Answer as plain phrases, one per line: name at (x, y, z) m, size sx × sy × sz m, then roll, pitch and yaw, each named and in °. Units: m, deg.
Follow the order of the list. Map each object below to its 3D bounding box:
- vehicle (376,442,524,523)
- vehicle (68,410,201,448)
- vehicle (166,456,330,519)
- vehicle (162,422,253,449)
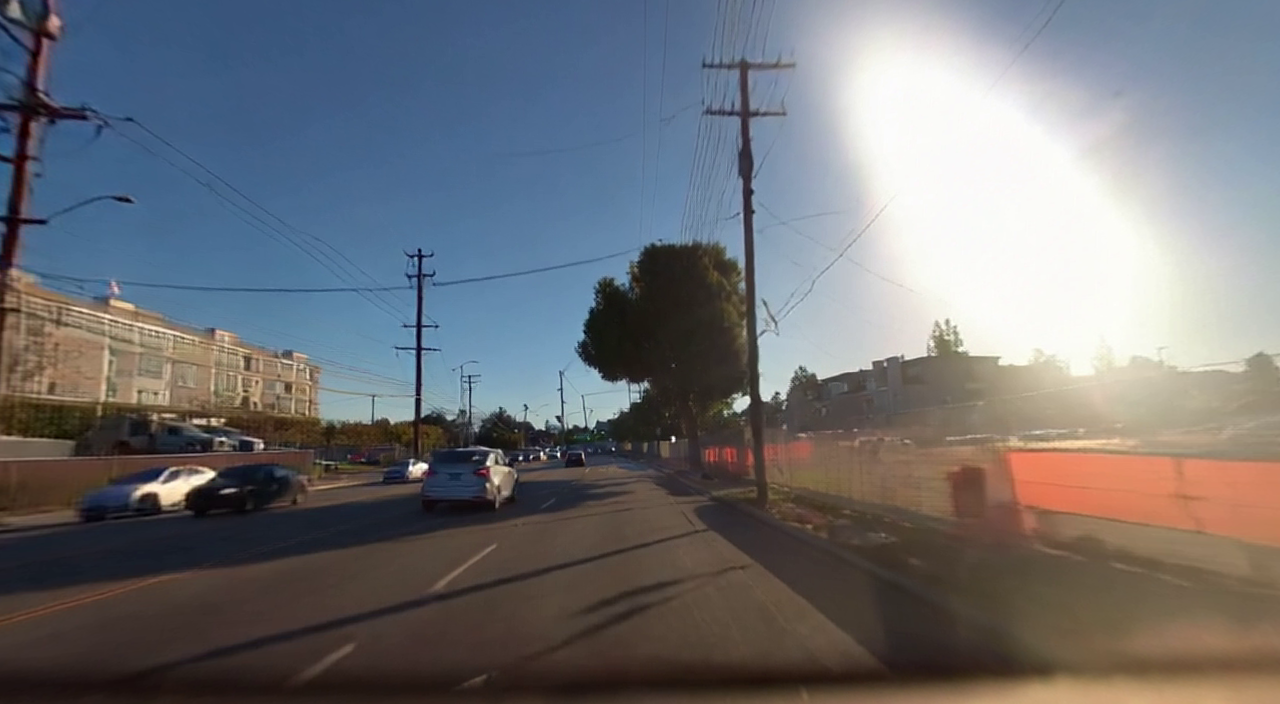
vehicle at (-4.069, 2.864, 14.401) m, size 2.020 × 1.489 × 4.469 m, roll 1°, pitch -9°, yaw -1°
vehicle at (-25.307, 3.918, 31.669) m, size 4.635 × 1.737 × 2.146 m, roll 2°, pitch -9°, yaw -5°
vehicle at (-10.571, 3.647, 17.428) m, size 1.864 × 1.448 × 4.186 m, roll 1°, pitch -9°, yaw -1°
vehicle at (-25.493, 4.975, 37.227) m, size 3.898 × 1.463 × 1.839 m, roll 1°, pitch -9°, yaw -2°
